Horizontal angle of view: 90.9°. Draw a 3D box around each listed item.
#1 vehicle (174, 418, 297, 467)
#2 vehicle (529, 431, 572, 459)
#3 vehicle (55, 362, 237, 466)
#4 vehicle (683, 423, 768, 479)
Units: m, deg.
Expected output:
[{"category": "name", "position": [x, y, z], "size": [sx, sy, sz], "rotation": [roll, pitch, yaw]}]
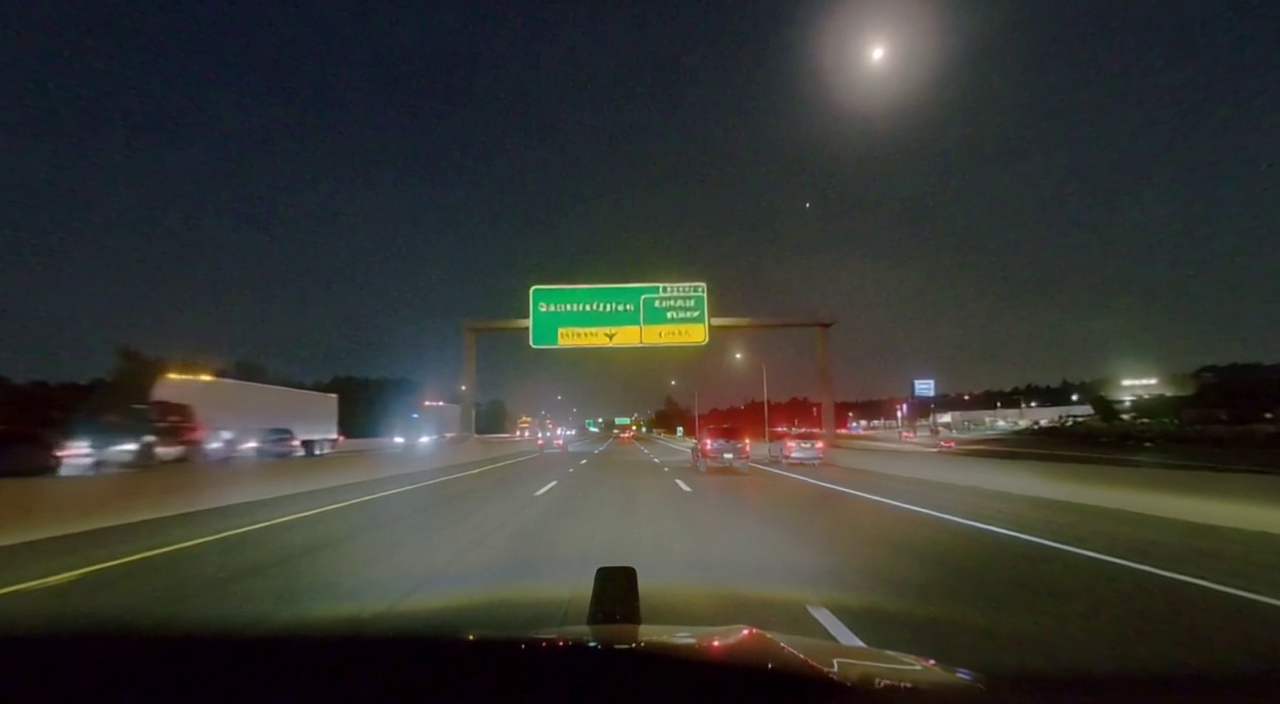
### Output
[{"category": "vehicle", "position": [-16.874, 3.806, 26.673], "size": [2.046, 1.862, 4.919], "rotation": [1, -8, -2]}, {"category": "vehicle", "position": [-5.191, 5.406, 36.895], "size": [1.996, 1.518, 4.229], "rotation": [1, -8, -2]}, {"category": "vehicle", "position": [-20.869, 2.765, 27.199], "size": [2.924, 3.975, 5.916], "rotation": [1, -8, -2]}, {"category": "vehicle", "position": [2.657, 3.200, 20.711], "size": [2.022, 1.637, 4.229], "rotation": [1, -8, -3]}]
